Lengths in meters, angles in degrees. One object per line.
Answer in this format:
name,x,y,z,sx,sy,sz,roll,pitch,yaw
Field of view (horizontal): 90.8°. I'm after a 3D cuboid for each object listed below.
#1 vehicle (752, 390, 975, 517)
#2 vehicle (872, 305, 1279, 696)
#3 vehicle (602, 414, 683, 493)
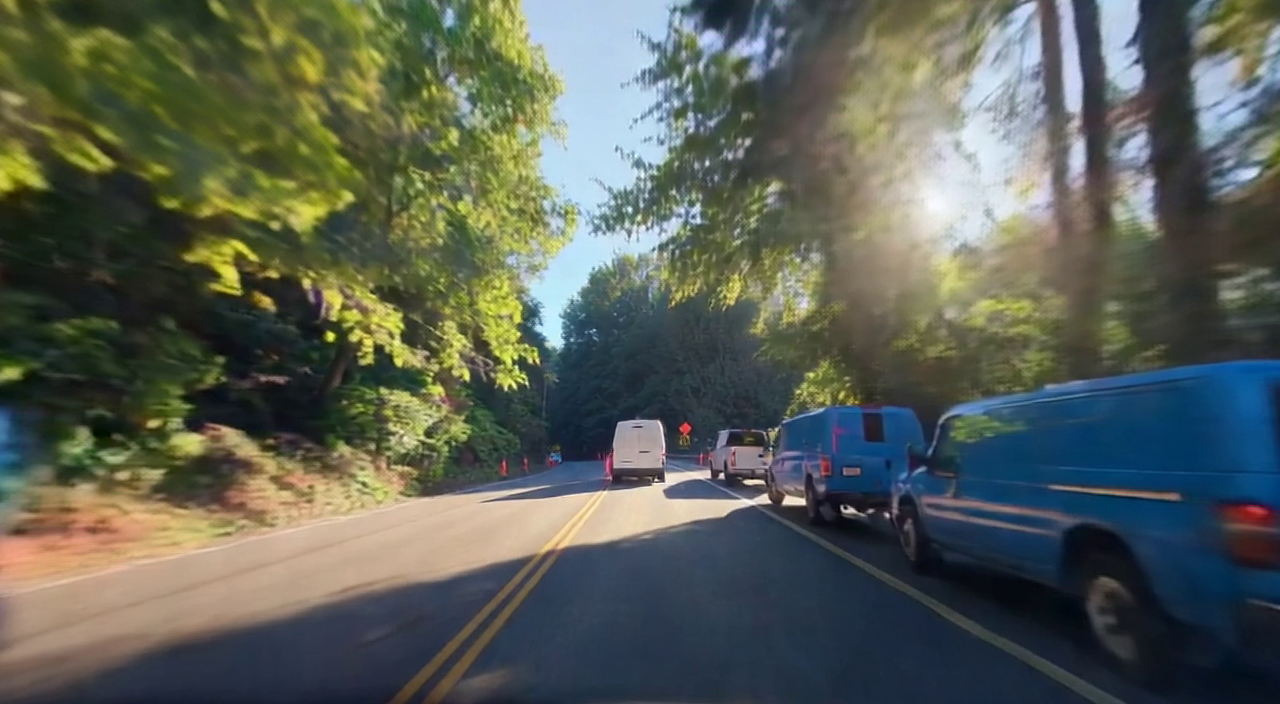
vehicle,4.415,2.231,14.207,2.613,2.153,6.713,0,-8,0
vehicle,4.376,1.144,5.790,2.202,1.980,5.978,0,-8,0
vehicle,0.076,3.316,20.853,2.362,2.247,4.892,0,-8,0
